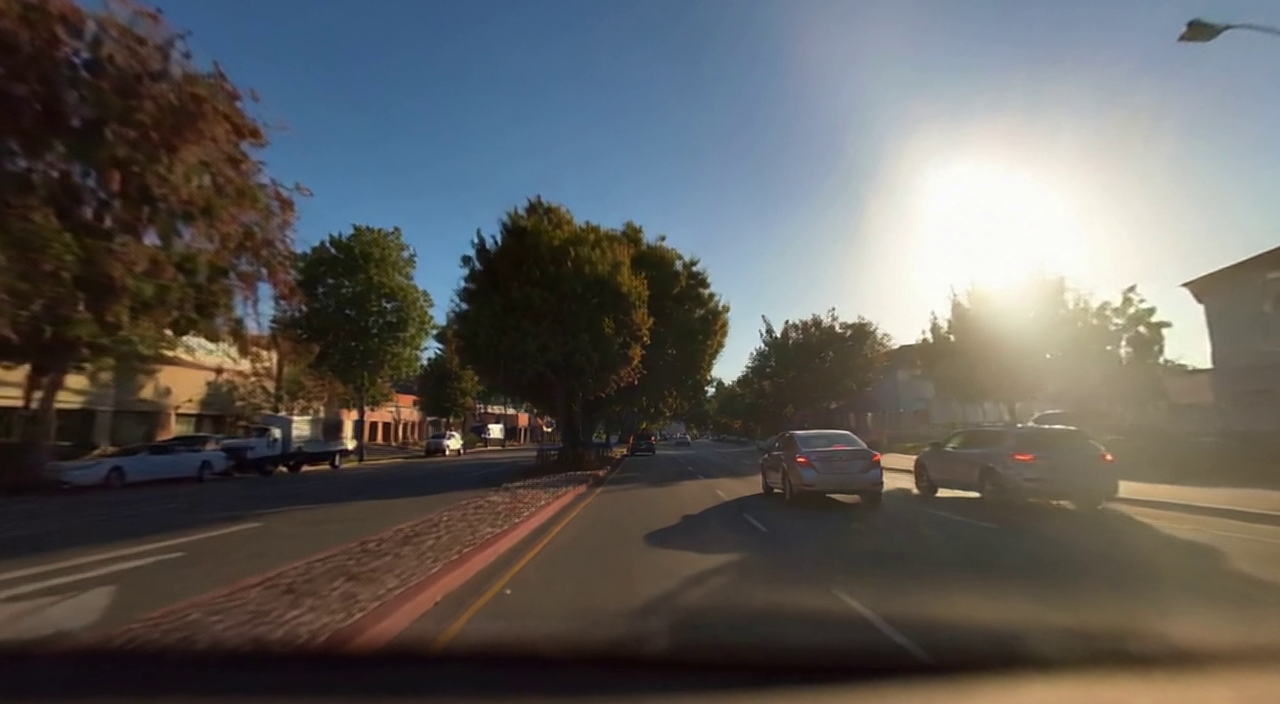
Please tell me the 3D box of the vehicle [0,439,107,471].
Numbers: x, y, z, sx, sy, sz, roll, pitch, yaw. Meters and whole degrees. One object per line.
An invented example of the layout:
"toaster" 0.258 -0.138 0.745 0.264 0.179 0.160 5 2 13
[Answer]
"vehicle" -27.138 4.692 29.033 1.795 1.360 3.780 -1 -8 1

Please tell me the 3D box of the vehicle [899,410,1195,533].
"vehicle" 6.860 2.058 11.539 2.134 1.738 4.833 -1 -8 -1

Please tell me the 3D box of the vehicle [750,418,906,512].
"vehicle" 3.724 2.311 13.352 2.072 1.669 3.836 -1 -8 0

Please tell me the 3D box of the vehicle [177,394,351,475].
"vehicle" -18.656 4.286 32.395 2.935 3.431 9.380 -2 -8 2

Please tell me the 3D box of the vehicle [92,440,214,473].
"vehicle" -23.175 4.954 30.312 1.824 1.420 4.984 -1 -8 2
